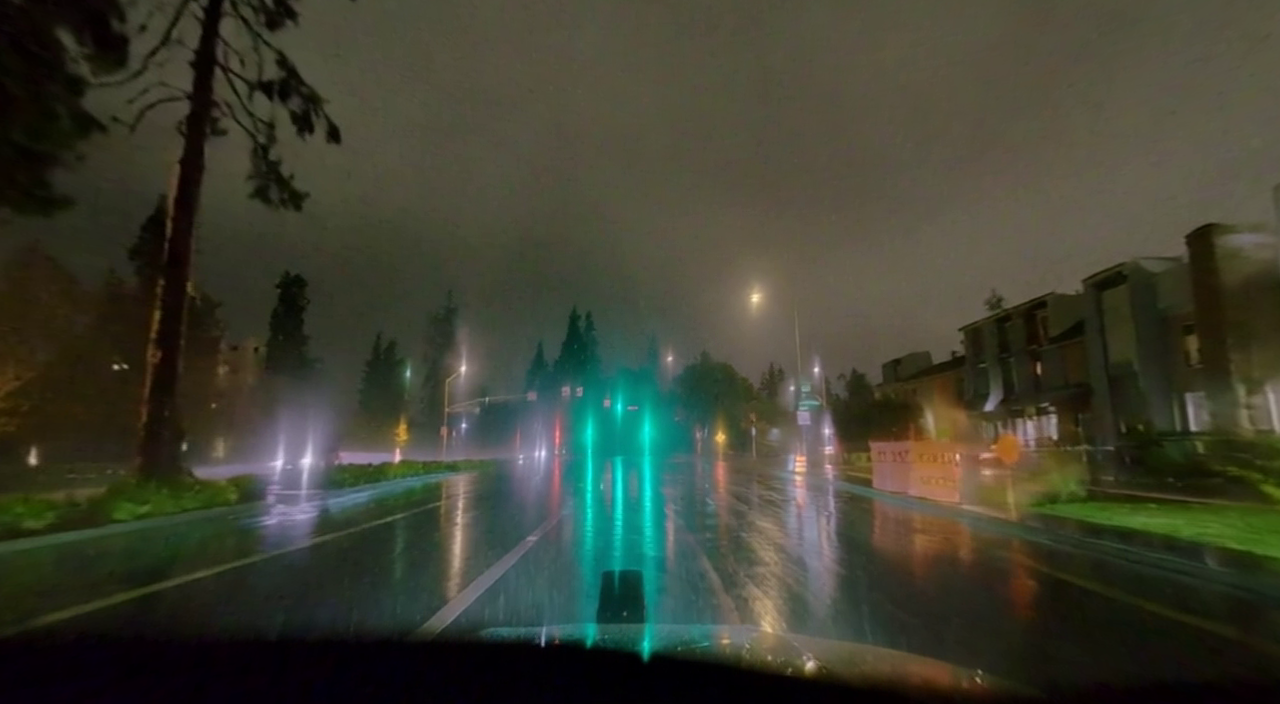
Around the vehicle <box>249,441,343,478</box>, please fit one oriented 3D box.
[{"bbox_3d":[-17.045,5.346,31.529,2.006,1.694,4.351,-1,-8,4],"label":"vehicle"}]
